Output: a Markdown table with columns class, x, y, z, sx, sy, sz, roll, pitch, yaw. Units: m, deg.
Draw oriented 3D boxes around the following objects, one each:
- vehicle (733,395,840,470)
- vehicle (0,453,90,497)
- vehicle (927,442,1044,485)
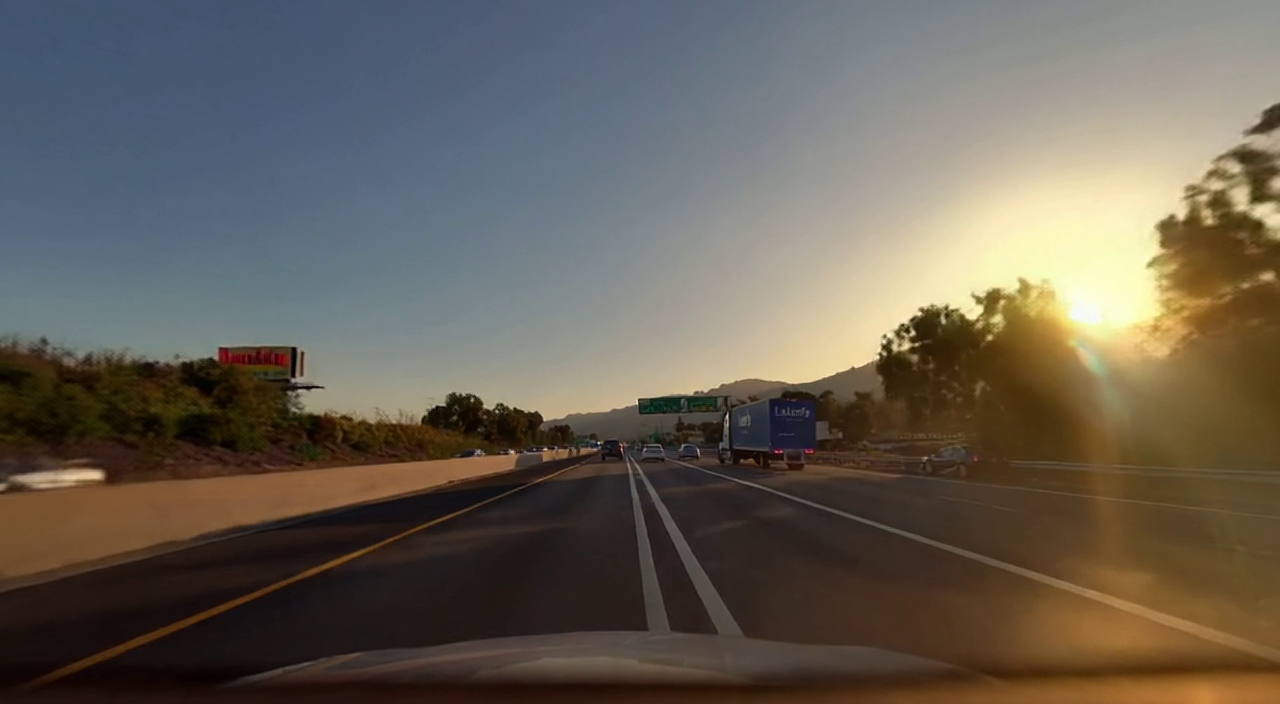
| class | x | y | z | sx | sy | sz | roll | pitch | yaw |
| --- | --- | --- | --- | --- | --- | --- | --- | --- | --- |
| vehicle | 9.233 | 5.645 | 42.990 | 2.892 | 4.128 | 16.495 | 0 | -9 | -2 |
| vehicle | -25.088 | 4.876 | 25.272 | 1.942 | 1.579 | 4.642 | 0 | -9 | 0 |
| vehicle | 13.074 | 4.219 | 24.276 | 1.862 | 1.462 | 4.459 | 0 | -9 | -1 |
